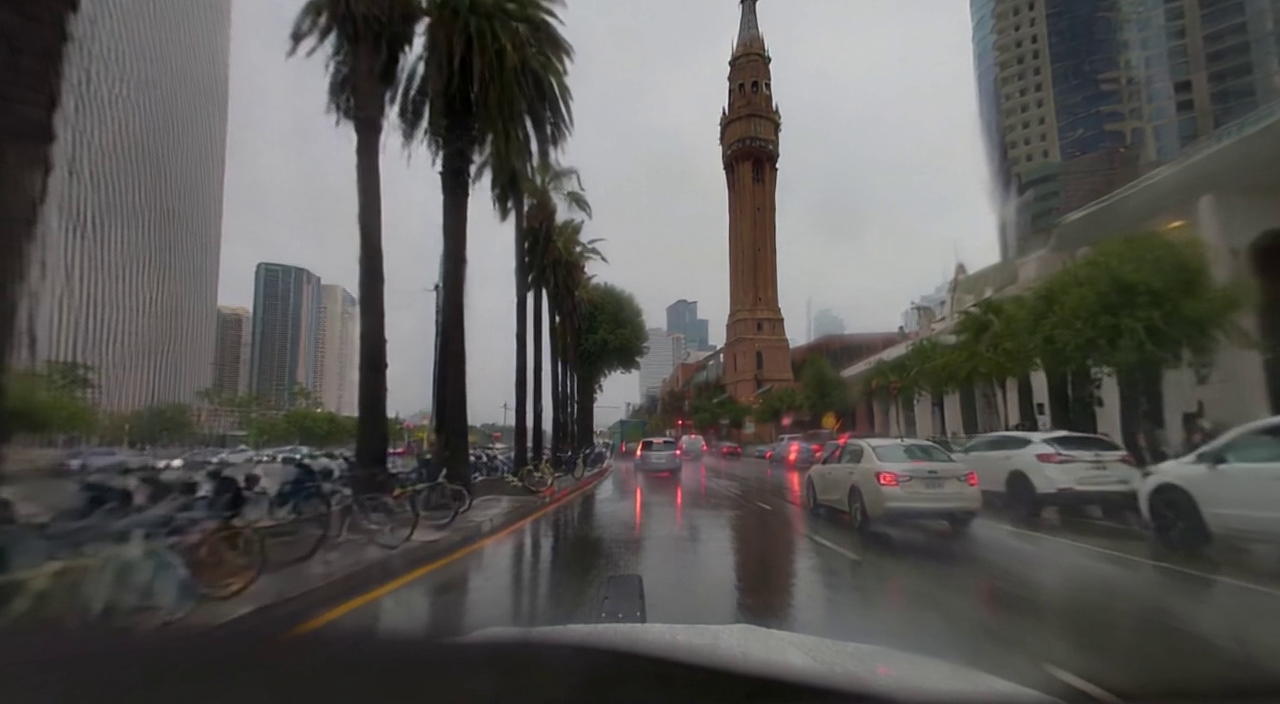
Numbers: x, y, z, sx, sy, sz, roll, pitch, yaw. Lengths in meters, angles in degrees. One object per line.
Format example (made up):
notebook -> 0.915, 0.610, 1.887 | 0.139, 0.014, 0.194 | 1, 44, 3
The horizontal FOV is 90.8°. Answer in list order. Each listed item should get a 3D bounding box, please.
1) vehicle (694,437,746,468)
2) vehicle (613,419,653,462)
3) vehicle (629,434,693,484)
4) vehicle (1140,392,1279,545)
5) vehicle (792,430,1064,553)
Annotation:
vehicle -> 4.338, 5.561, 34.985 | 1.981, 1.572, 4.718 | 0, -9, -4
vehicle -> -0.620, 6.440, 45.617 | 2.400, 2.872, 6.053 | 0, -9, -5
vehicle -> 0.692, 3.828, 22.875 | 2.111, 1.605, 3.832 | 0, -8, 0
vehicle -> 9.230, 1.458, 7.868 | 2.041, 1.941, 4.884 | -1, -8, 2
vehicle -> 4.162, 2.089, 10.266 | 2.116, 1.500, 4.702 | 0, -8, -1
